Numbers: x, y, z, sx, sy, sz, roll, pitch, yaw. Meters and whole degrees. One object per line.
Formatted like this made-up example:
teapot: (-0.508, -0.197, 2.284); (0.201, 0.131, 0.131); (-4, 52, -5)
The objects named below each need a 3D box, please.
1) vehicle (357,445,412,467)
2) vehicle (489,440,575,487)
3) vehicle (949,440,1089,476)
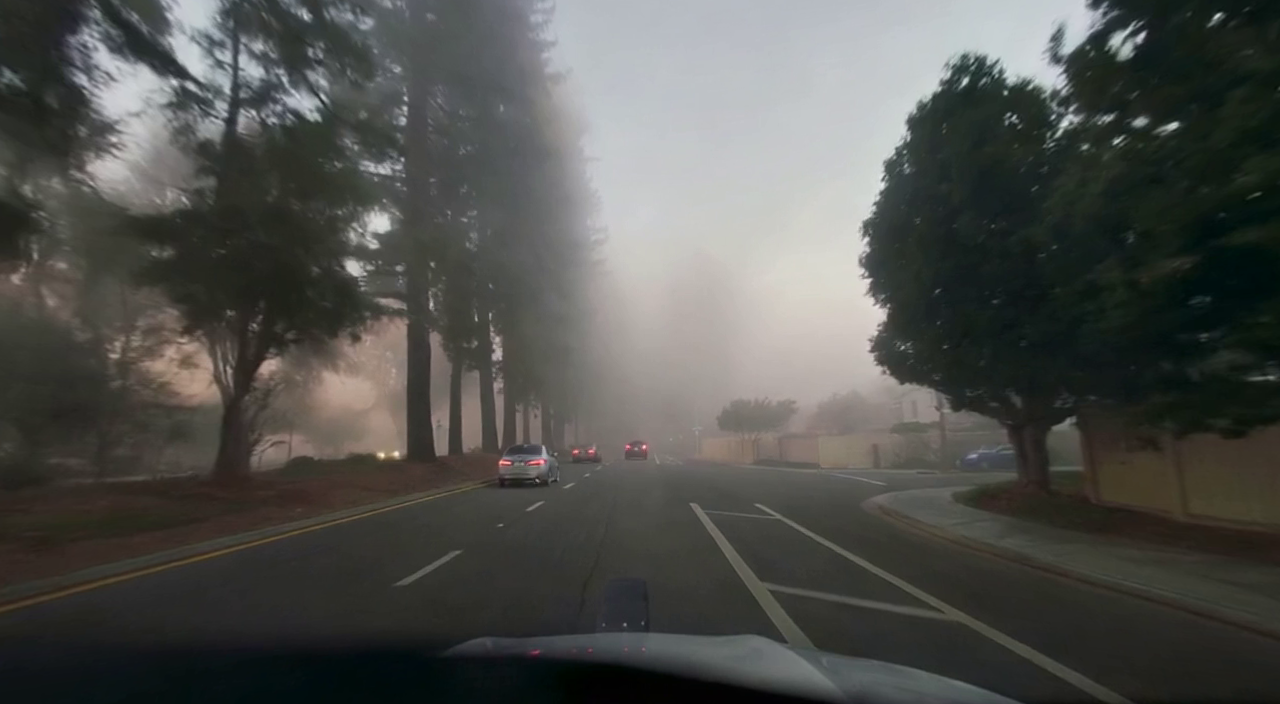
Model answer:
vehicle: (-19.836, 8.063, 49.138); (2.041, 1.566, 5.174); (0, -8, 1)
vehicle: (-3.665, 3.897, 22.331); (2.188, 1.473, 4.651); (0, -8, 1)
vehicle: (17.197, 4.825, 28.814); (4.970, 1.575, 2.140); (0, -8, 1)
